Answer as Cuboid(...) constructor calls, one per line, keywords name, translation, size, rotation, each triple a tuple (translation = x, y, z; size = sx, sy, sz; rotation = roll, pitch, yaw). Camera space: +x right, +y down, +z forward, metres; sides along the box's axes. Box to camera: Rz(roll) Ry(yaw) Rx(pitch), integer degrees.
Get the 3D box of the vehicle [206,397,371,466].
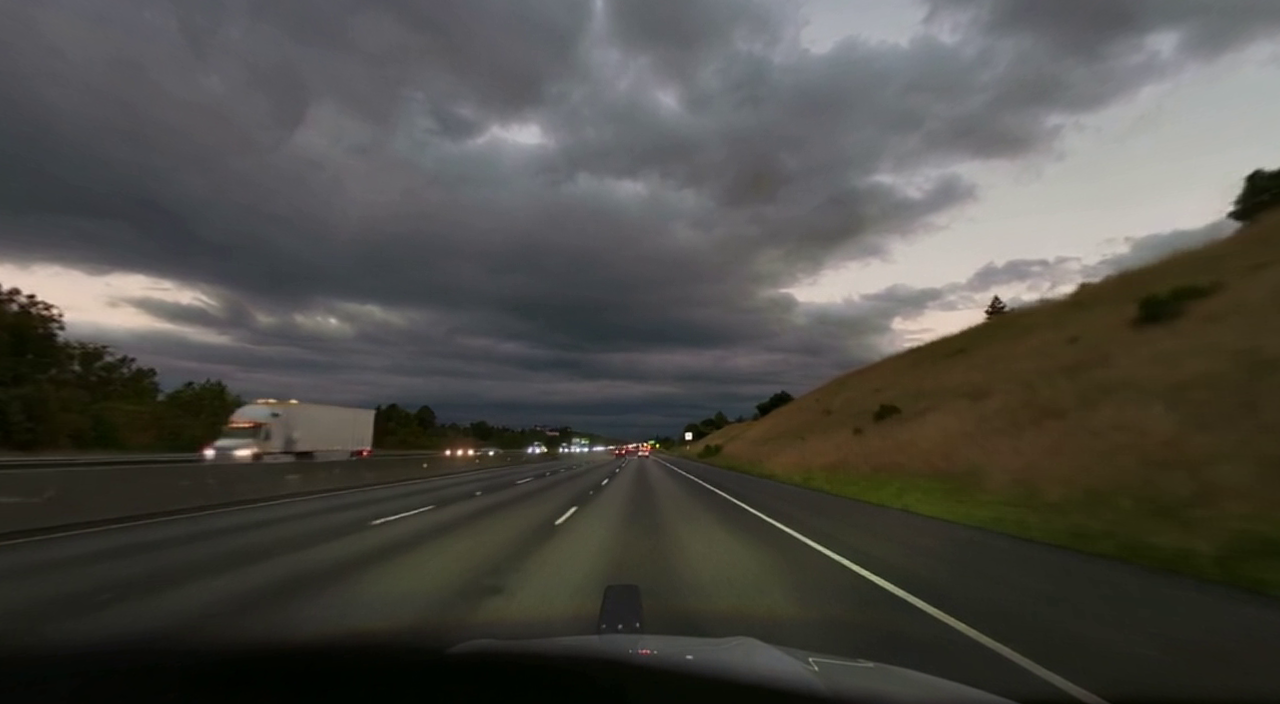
Cuboid(name="vehicle", translation=(-23.167, 5.672, 43.359), size=(2.904, 3.928, 14.552), rotation=(0, -9, 0))
